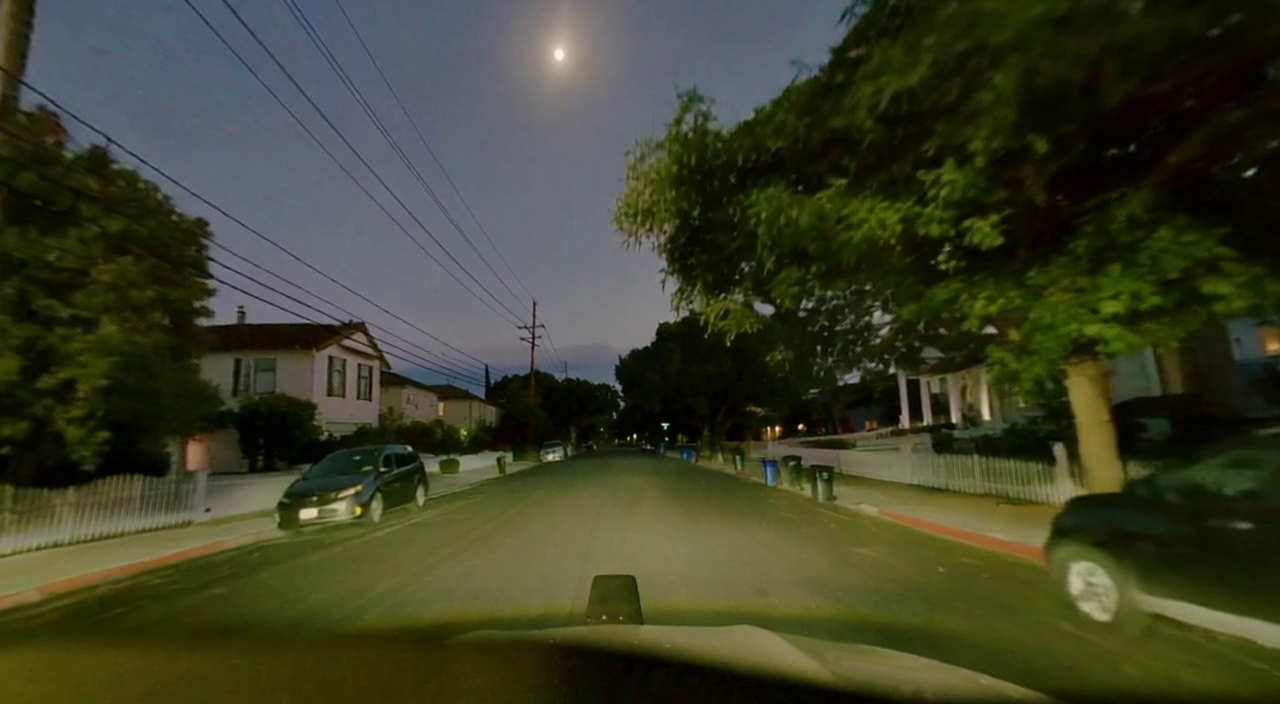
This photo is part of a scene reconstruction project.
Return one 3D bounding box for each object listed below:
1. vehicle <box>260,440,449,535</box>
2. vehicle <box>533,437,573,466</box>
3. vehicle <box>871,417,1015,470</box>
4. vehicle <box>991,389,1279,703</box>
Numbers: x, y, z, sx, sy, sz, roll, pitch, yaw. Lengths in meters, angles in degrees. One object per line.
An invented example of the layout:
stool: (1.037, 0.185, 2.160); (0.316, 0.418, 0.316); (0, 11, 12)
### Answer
vehicle: (-6.034, 2.857, 14.214); (1.954, 1.551, 5.128); (-3, -7, -1)
vehicle: (-6.471, 7.450, 47.519); (2.240, 1.940, 5.429); (-2, -9, -1)
vehicle: (11.077, 3.432, 23.444); (4.293, 1.657, 1.961); (-4, -10, 9)
vehicle: (4.045, 1.004, 3.276); (2.020, 1.558, 3.925); (1, -8, -3)
